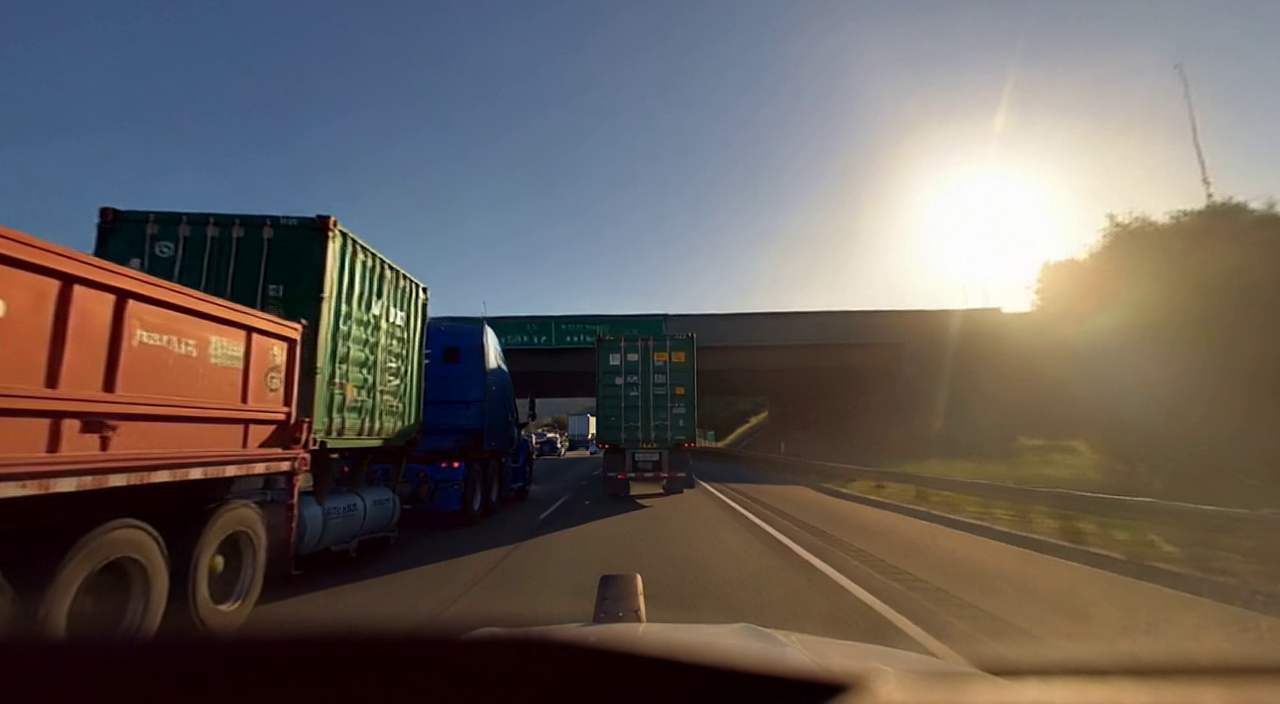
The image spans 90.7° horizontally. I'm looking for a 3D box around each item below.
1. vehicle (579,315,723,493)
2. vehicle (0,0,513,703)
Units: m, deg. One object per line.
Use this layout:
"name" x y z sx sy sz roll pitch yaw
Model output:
"vehicle" 0.224 1.753 18.756 3.357 4.212 7.519 0 -9 0
"vehicle" -3.707 -0.219 3.809 2.873 4.198 13.317 -1 -8 1
